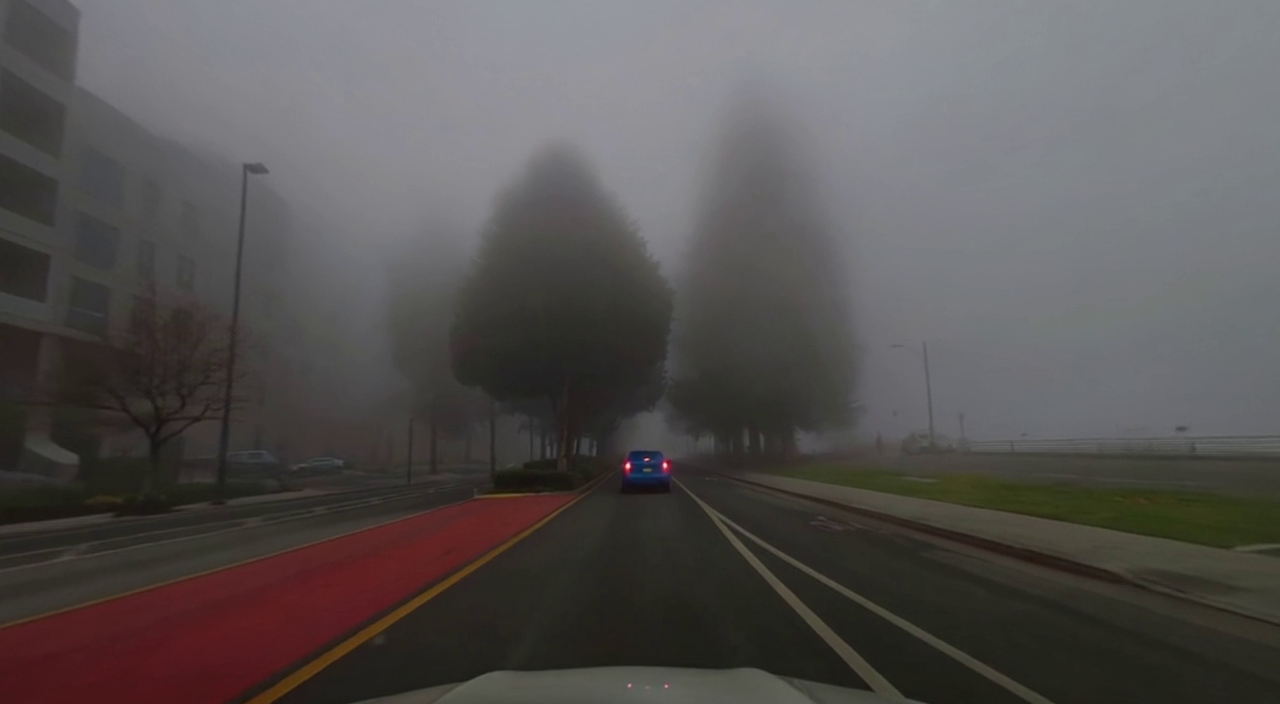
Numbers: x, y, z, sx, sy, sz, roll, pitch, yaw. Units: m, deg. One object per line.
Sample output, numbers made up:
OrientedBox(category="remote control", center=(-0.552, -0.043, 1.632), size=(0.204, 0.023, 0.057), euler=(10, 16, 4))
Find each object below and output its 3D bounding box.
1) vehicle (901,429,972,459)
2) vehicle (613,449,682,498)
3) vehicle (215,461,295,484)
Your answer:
OrientedBox(category="vehicle", center=(15.636, 4.927, 33.447), size=(1.979, 1.460, 3.848), euler=(-1, -10, 2))
OrientedBox(category="vehicle", center=(0.219, 3.968, 21.014), size=(2.063, 1.442, 4.135), euler=(0, -9, 0))
OrientedBox(category="vehicle", center=(-30.030, 9.385, 49.198), size=(4.962, 1.561, 1.997), euler=(7, -11, -39))
